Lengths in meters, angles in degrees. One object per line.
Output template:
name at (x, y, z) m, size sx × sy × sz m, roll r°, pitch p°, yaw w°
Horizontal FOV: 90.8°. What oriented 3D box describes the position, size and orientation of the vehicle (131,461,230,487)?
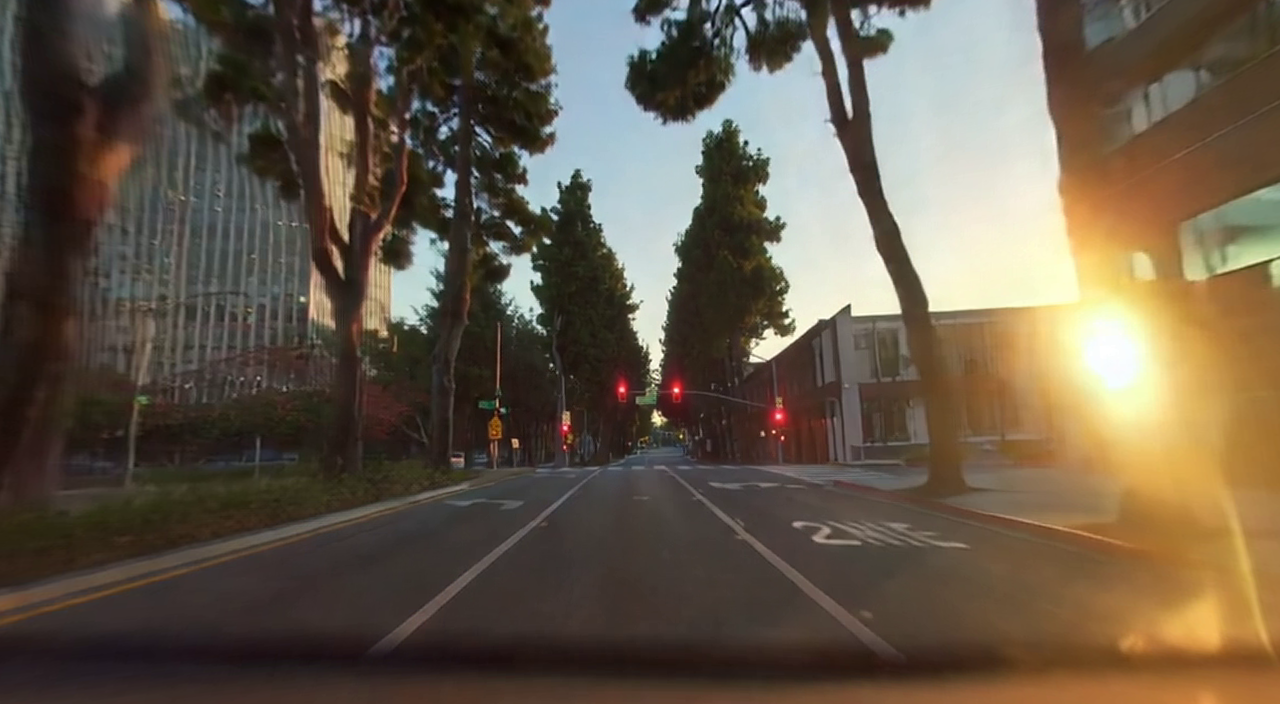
vehicle at (-29.916, 7.955, 41.246) m, size 4.758 × 1.549 × 2.194 m, roll 0°, pitch -8°, yaw 0°
